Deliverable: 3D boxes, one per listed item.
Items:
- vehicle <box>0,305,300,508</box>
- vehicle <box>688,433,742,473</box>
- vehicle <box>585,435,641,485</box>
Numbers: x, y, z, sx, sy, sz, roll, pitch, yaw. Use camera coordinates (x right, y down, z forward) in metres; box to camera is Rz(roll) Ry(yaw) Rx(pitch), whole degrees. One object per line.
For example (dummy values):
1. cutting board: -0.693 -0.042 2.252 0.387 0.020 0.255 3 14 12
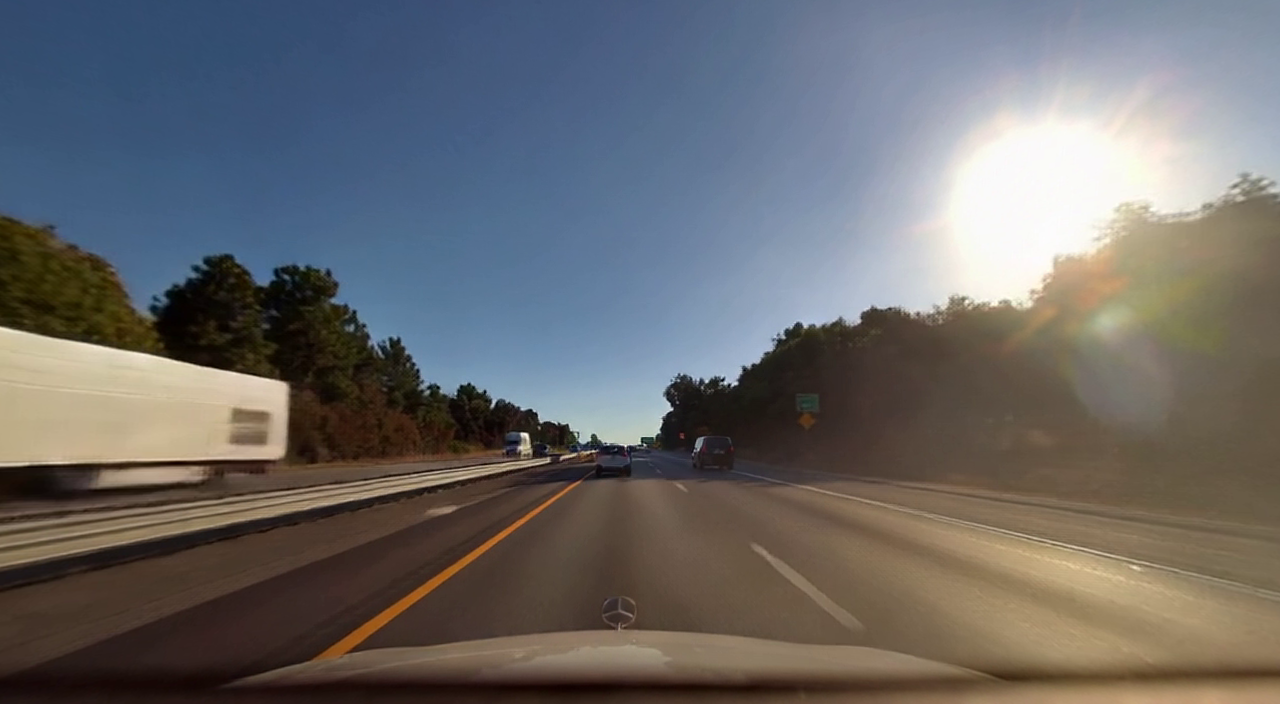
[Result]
1. vehicle: -14.623 1.802 17.183 2.913 4.112 13.955 0 -9 -1
2. vehicle: 3.838 5.292 33.019 2.179 1.930 4.538 0 -9 -1
3. vehicle: -0.975 4.147 24.232 1.963 1.711 4.284 0 -9 -1
